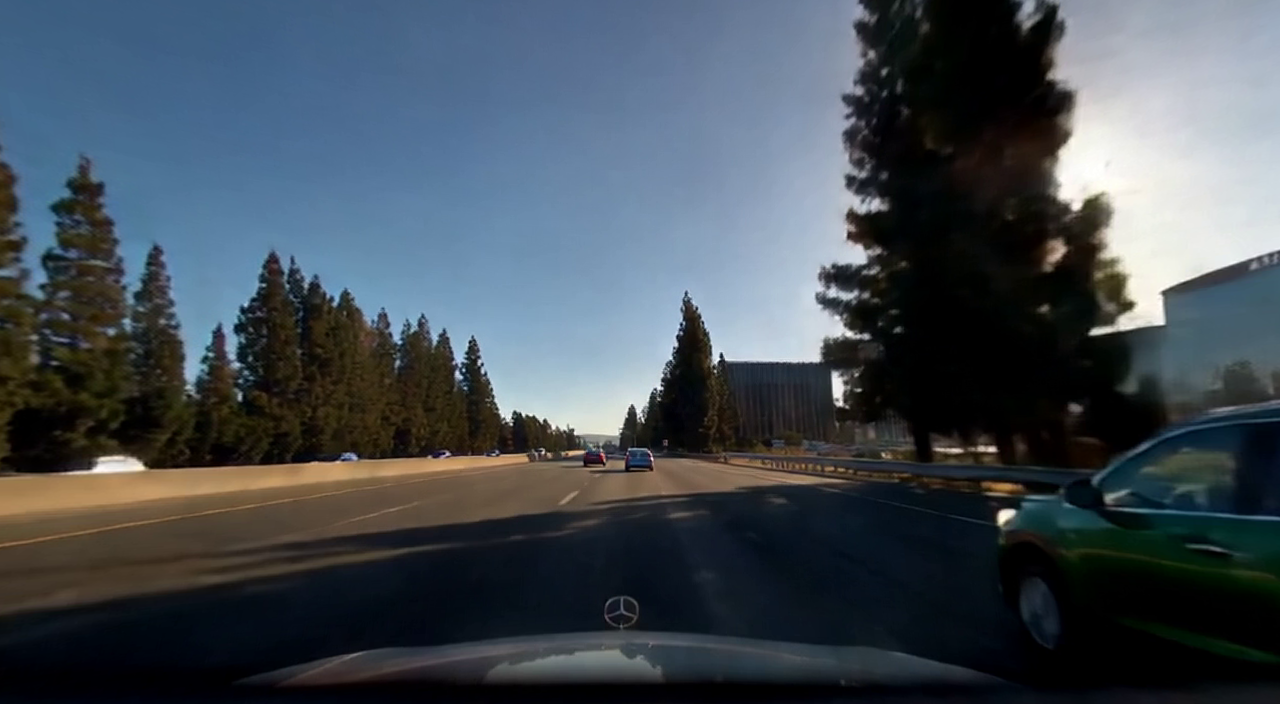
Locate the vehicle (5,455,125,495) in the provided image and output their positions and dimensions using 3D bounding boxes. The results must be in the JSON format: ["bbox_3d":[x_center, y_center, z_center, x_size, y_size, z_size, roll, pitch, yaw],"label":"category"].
[{"bbox_3d":[-31.161,6.632,34.329,2.041,1.960,4.718,0,-9,-1],"label":"vehicle"}]

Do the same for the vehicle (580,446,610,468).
[{"bbox_3d":[-3.487,8.205,49.364,2.049,1.659,4.183,0,-9,0],"label":"vehicle"}]

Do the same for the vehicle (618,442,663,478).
[{"bbox_3d":[-0.004,5.853,34.476,2.302,1.810,4.707,0,-8,-1],"label":"vehicle"}]
